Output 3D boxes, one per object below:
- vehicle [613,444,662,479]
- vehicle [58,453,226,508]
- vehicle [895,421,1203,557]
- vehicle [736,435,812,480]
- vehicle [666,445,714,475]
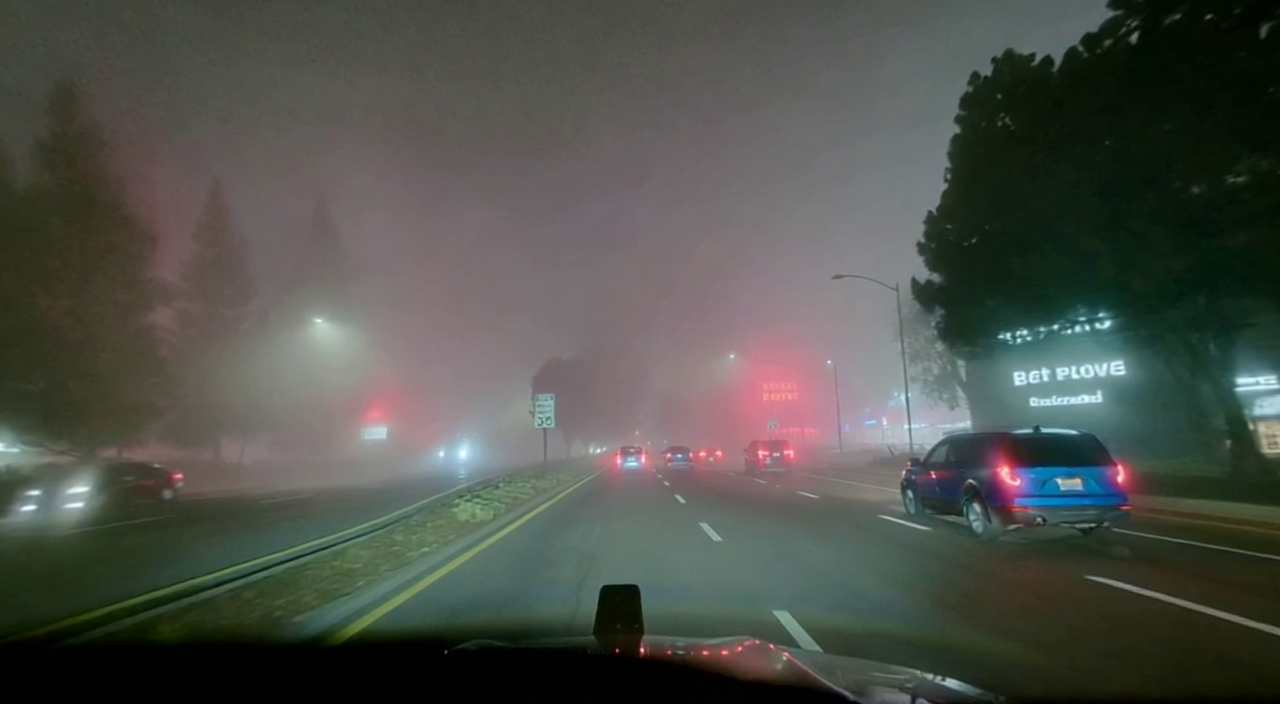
[{"bbox_3d":[-0.141,4.877,28.464,2.056,1.440,3.798,0,-8,-1],"label":"vehicle"},{"bbox_3d":[-15.745,4.040,20.328,1.950,1.521,4.255,0,-8,-1],"label":"vehicle"},{"bbox_3d":[5.925,2.007,9.976,1.949,1.647,4.261,0,-8,-1],"label":"vehicle"},{"bbox_3d":[5.801,4.617,28.004,2.140,1.811,4.593,0,-8,-3],"label":"vehicle"},{"bbox_3d":[2.437,5.399,31.786,1.970,1.402,3.756,0,-8,-2],"label":"vehicle"}]
